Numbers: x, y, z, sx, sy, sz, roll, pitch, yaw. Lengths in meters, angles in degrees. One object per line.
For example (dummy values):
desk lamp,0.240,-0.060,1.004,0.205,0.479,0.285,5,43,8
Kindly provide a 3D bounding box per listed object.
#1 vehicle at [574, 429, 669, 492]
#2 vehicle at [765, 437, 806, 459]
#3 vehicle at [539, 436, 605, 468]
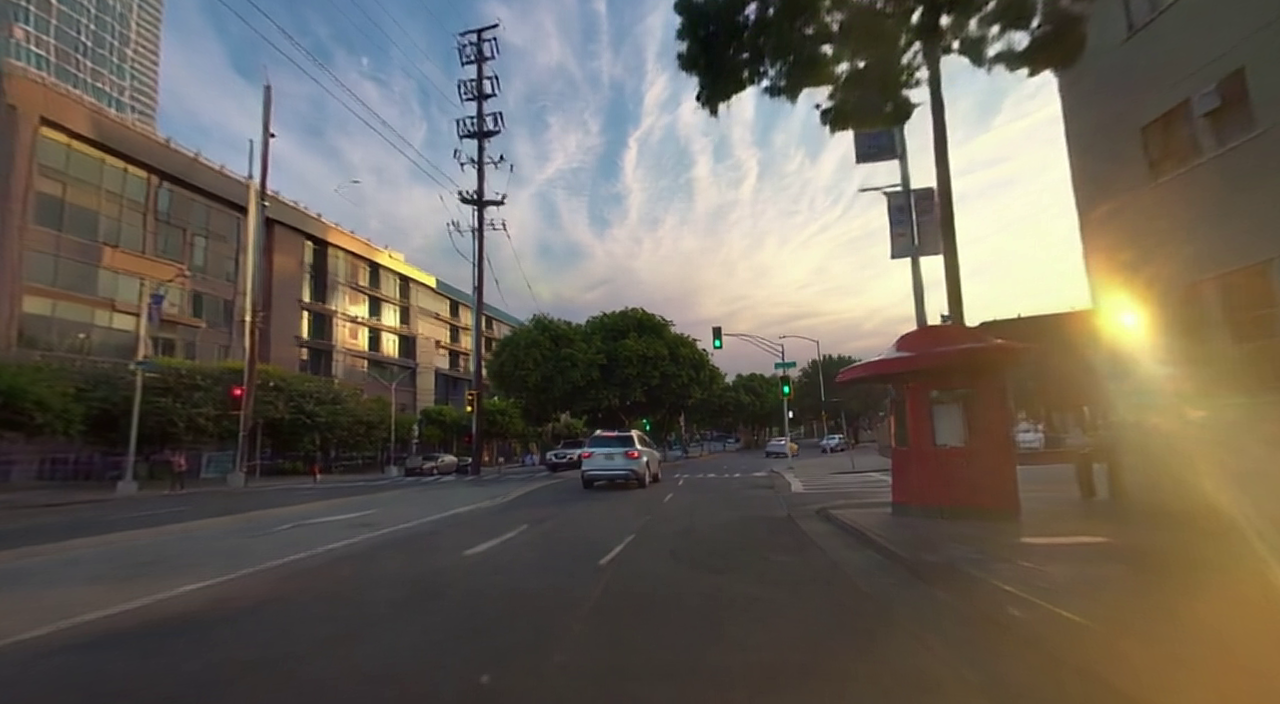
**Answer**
vehicle,-0.423,3.311,19.632,2.101,1.721,4.364,-1,-9,10
vehicle,10.246,6.705,44.258,2.006,1.470,4.099,-4,-9,25
vehicle,-3.788,5.678,36.064,2.017,1.684,4.483,-3,-9,19
